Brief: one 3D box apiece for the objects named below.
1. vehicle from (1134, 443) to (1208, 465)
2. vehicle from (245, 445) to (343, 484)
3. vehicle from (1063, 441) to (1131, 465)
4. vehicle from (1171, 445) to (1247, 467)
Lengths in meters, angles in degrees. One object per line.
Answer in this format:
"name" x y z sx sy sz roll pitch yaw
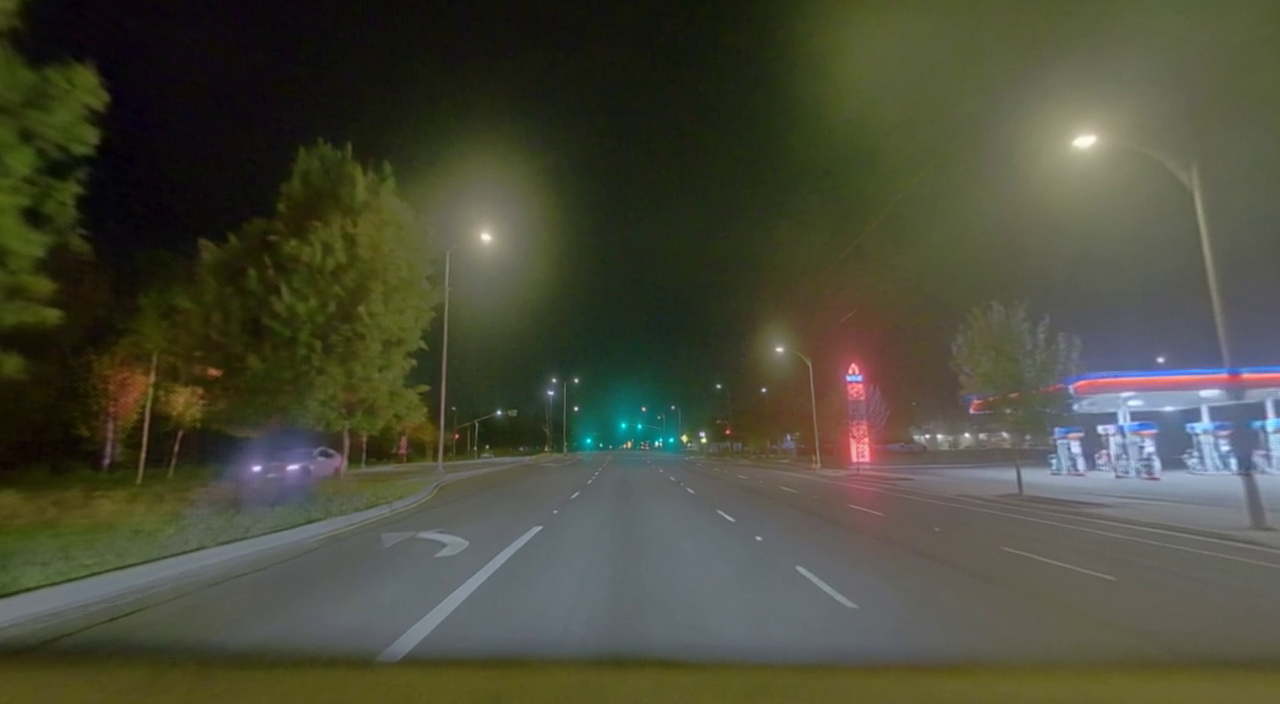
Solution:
"vehicle" 36.631 7.020 43.685 1.665 1.442 3.759 0 -8 -4
"vehicle" -15.652 5.065 28.897 1.916 1.620 4.408 0 -8 1
"vehicle" 30.967 6.884 42.944 1.591 1.491 4.005 -2 -9 1
"vehicle" 38.934 7.117 43.354 1.653 1.421 3.632 0 -9 -4
